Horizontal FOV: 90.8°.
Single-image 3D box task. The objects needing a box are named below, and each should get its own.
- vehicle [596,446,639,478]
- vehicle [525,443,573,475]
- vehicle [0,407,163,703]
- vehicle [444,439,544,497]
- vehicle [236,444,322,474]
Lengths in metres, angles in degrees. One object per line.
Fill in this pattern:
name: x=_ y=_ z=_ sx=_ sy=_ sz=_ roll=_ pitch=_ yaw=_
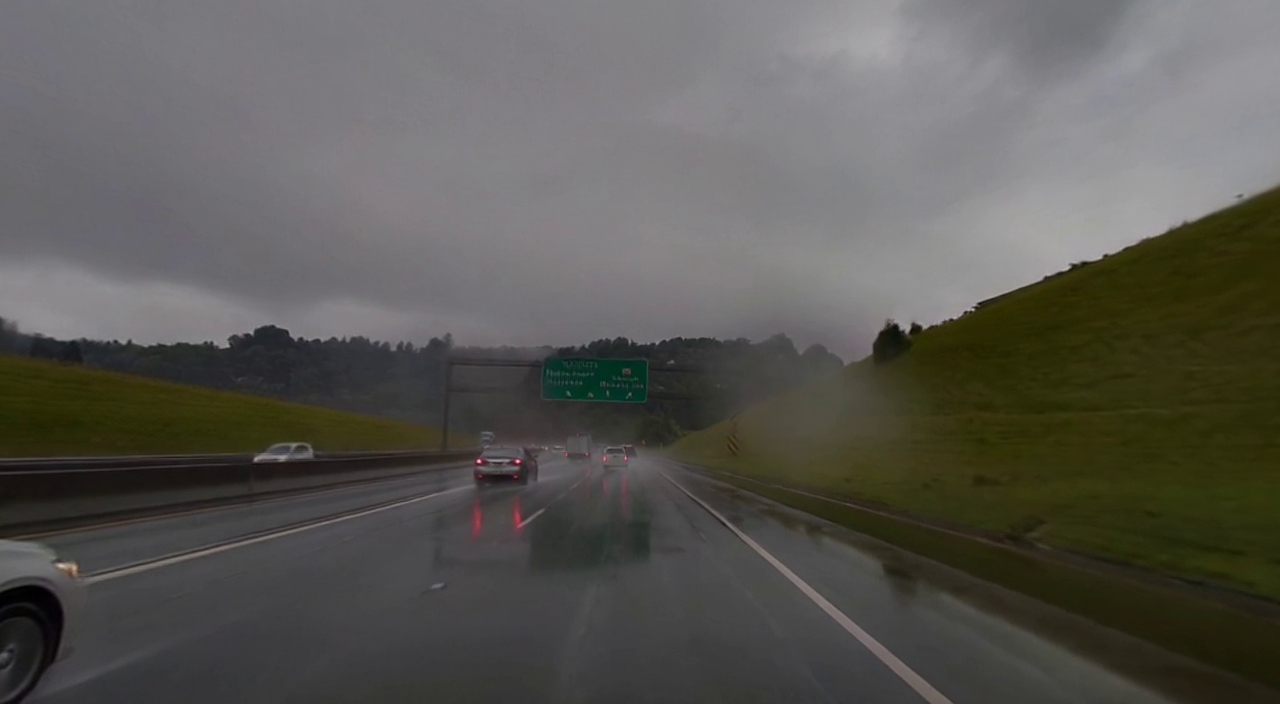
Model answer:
vehicle: x=-1.129 y=5.418 z=31.402 sx=1.988 sy=1.440 sz=4.201 roll=0 pitch=-9 yaw=-2
vehicle: x=-4.960 y=5.876 z=34.840 sx=2.118 sy=1.624 sz=4.032 roll=0 pitch=-9 yaw=-1
vehicle: x=-3.928 y=0.853 z=1.886 sx=1.892 sy=1.492 sz=3.940 roll=0 pitch=-9 yaw=0
vehicle: x=-4.474 y=3.622 z=20.099 sx=2.208 sy=1.619 sz=4.162 roll=0 pitch=-9 yaw=0
vehicle: x=-19.207 y=5.707 z=33.810 sx=2.086 sy=1.473 sz=4.371 roll=0 pitch=-9 yaw=-1
